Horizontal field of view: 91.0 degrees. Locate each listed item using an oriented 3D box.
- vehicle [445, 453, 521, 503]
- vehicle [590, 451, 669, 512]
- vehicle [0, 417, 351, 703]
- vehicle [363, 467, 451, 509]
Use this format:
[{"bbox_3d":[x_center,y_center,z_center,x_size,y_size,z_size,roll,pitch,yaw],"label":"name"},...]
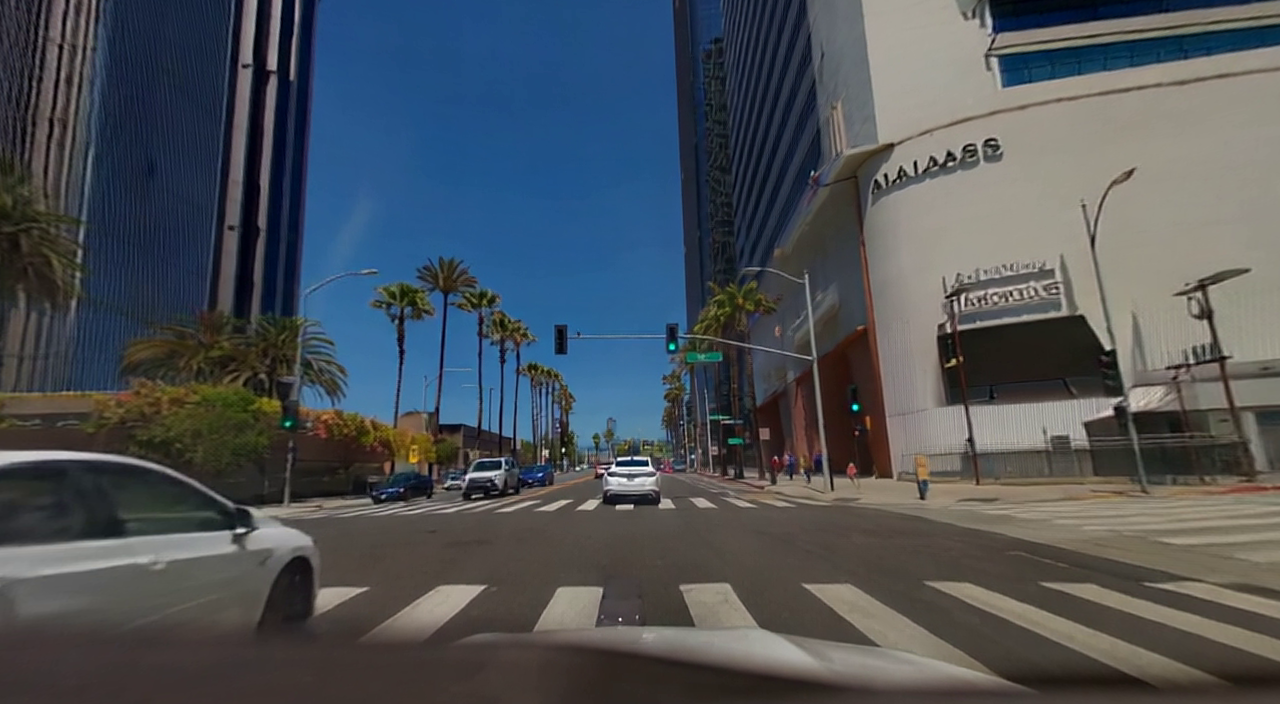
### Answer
[{"bbox_3d":[-6.694,5.396,27.371,2.070,1.893,4.738,0,-9,0],"label":"vehicle"},{"bbox_3d":[-0.303,3.850,19.186,2.145,1.632,3.972,0,-9,-1],"label":"vehicle"},{"bbox_3d":[-3.289,1.031,2.516,2.096,1.492,4.666,0,-9,-1],"label":"vehicle"},{"bbox_3d":[-9.653,5.662,26.540,1.977,1.475,4.491,0,-9,0],"label":"vehicle"}]
